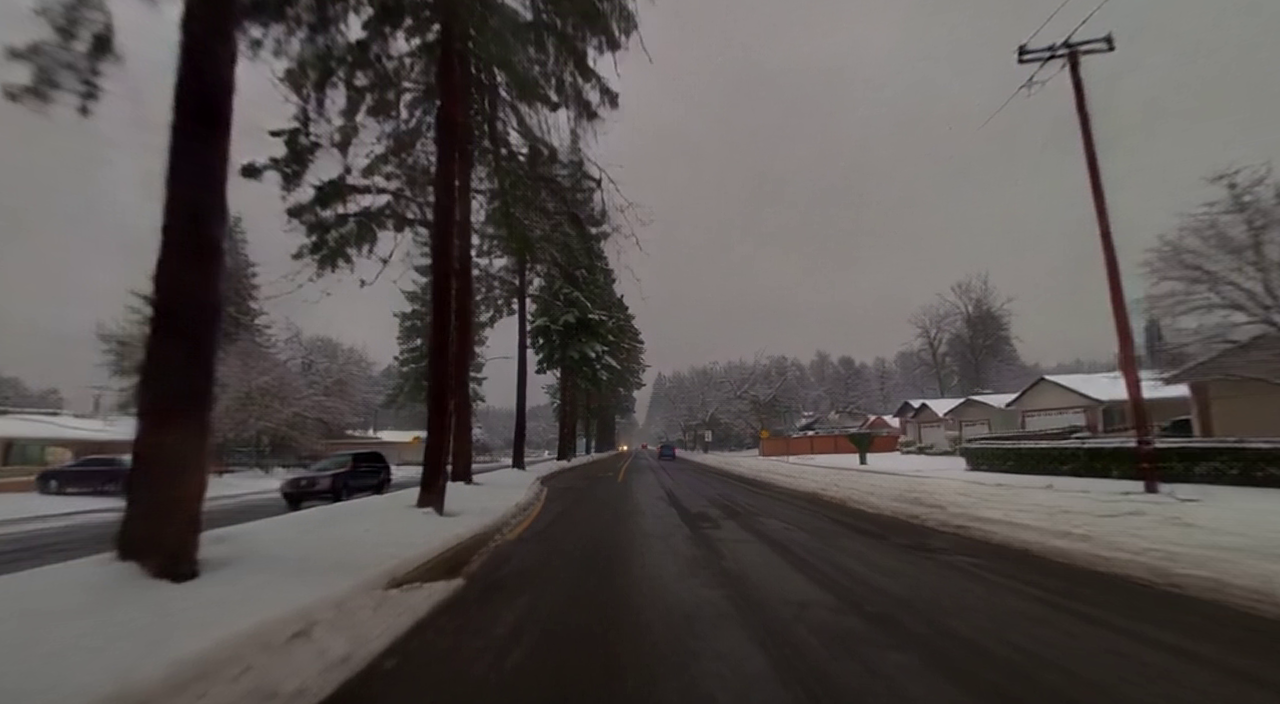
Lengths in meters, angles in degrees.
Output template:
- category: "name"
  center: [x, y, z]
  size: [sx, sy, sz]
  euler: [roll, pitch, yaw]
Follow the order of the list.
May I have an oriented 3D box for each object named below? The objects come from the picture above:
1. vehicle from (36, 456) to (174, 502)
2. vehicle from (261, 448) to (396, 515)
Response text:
- category: "vehicle"
  center: [-21.838, 5.150, 26.079]
  size: [1.860, 1.663, 4.418]
  euler: [0, -9, -1]
- category: "vehicle"
  center: [-8.960, 3.707, 18.686]
  size: [1.964, 1.722, 4.403]
  euler: [0, -9, -4]
